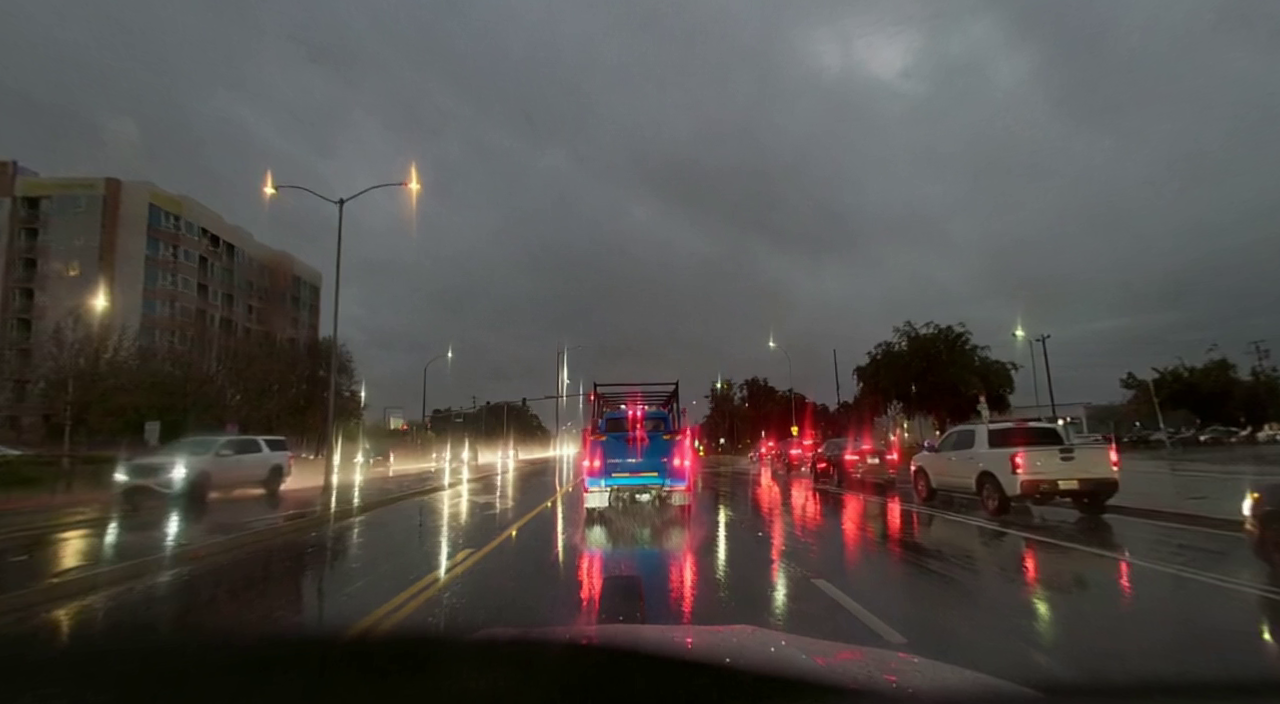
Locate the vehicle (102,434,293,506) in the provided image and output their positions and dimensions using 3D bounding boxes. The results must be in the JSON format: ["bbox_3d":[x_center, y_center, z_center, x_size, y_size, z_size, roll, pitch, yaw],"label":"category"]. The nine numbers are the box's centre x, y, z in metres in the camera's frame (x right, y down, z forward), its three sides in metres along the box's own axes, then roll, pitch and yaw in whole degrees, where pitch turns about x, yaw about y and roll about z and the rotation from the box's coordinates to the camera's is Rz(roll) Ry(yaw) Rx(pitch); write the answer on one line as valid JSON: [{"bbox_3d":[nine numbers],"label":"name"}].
[{"bbox_3d":[-11.708,3.122,17.194,2.028,1.693,4.331,0,-9,0],"label":"vehicle"}]

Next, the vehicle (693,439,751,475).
[{"bbox_3d":[3.585,4.707,28.423,1.960,1.474,4.279,0,-9,-1],"label":"vehicle"}]

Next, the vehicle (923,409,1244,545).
[{"bbox_3d":[6.848,1.975,10.589,2.023,1.771,4.488,0,-9,-1],"label":"vehicle"}]

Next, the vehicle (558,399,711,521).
[{"bbox_3d":[-0.120,2.322,14.000,2.682,2.117,5.706,0,-9,0],"label":"vehicle"}]

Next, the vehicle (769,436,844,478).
[{"bbox_3d":[7.098,4.505,27.398,1.953,1.665,4.327,0,-9,-1],"label":"vehicle"}]

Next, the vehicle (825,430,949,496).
[{"bbox_3d":[7.103,3.236,18.742,1.931,1.692,4.267,0,-9,0],"label":"vehicle"}]

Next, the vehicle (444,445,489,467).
[{"bbox_3d":[-12.259,7.362,44.908,1.906,1.461,4.333,0,-9,1],"label":"vehicle"}]

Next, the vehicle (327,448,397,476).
[{"bbox_3d":[-16.056,6.328,36.764,1.910,1.485,4.802,0,-9,0],"label":"vehicle"}]
